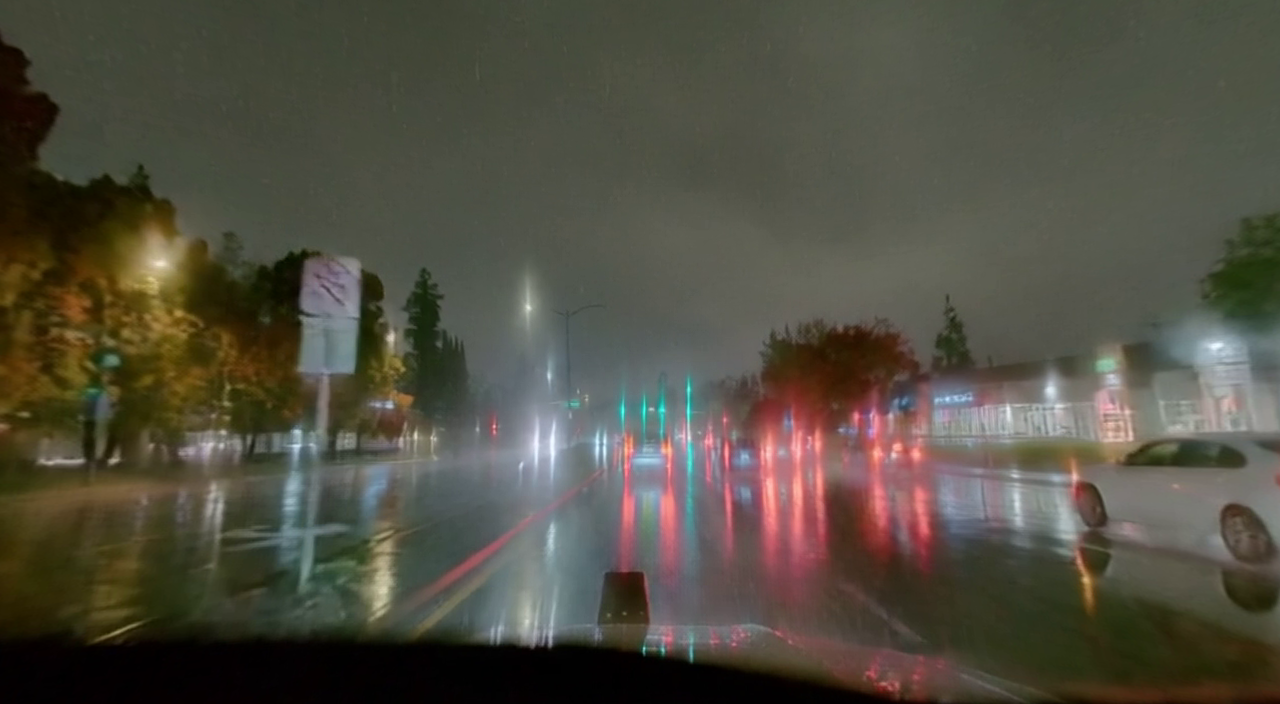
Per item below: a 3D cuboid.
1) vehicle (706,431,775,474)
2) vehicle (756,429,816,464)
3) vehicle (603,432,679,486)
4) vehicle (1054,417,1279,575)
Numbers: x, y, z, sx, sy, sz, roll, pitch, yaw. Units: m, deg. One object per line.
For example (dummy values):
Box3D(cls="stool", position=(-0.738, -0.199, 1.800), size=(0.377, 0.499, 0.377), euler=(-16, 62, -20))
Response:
Box3D(cls="vehicle", position=(3.787, 3.875, 24.520), size=(1.988, 1.528, 4.144), euler=(0, -8, 0))
Box3D(cls="vehicle", position=(7.573, 4.941, 33.124), size=(2.044, 1.701, 4.397), euler=(0, -8, 0))
Box3D(cls="vehicle", position=(0.064, 3.215, 19.283), size=(2.096, 1.473, 3.893), euler=(0, -8, 1))
Box3D(cls="vehicle", position=(7.189, 1.561, 7.262), size=(1.892, 1.515, 4.400), euler=(0, -8, 1))
